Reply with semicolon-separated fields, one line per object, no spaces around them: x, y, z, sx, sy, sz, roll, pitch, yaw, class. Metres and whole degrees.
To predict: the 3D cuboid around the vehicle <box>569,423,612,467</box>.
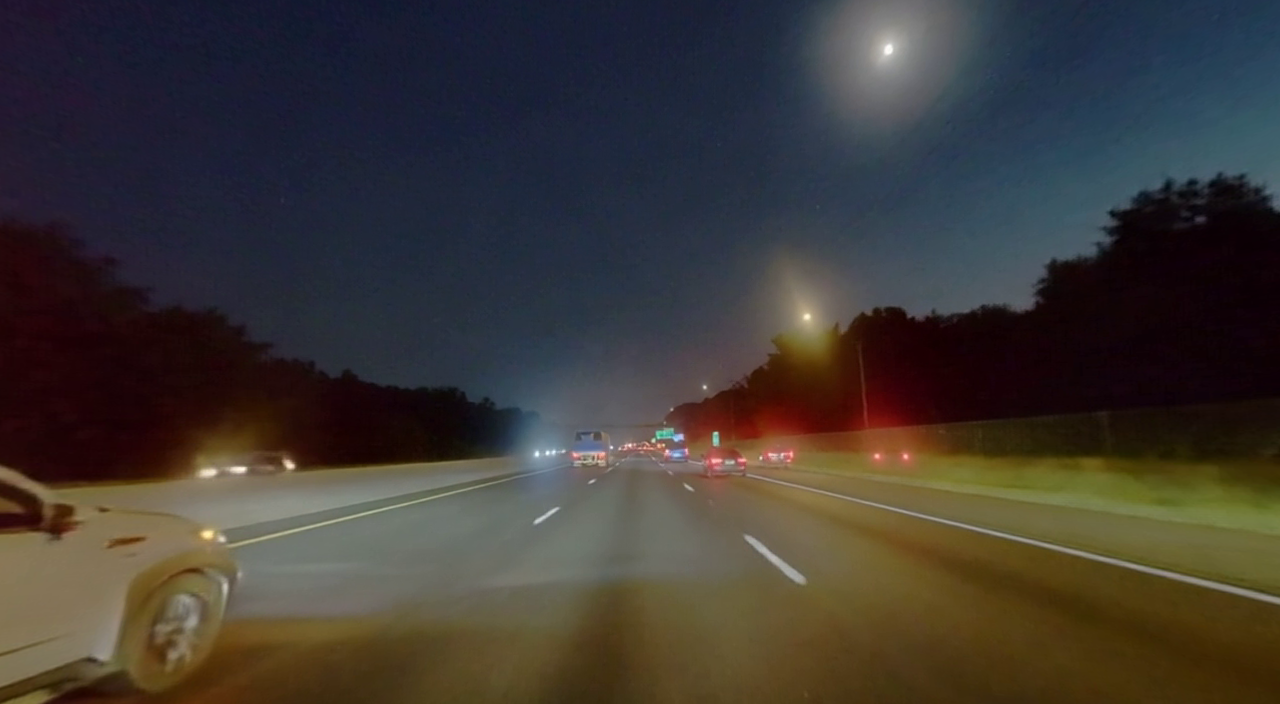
-3.770;7.292;49.168;2.667;3.195;6.731;0;-9;1;vehicle

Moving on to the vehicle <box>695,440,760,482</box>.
3.456;4.388;25.628;1.983;1.545;4.038;0;-9;-1;vehicle

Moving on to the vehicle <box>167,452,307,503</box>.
-14.560;4.525;23.217;1.774;1.640;5.138;0;-9;0;vehicle
